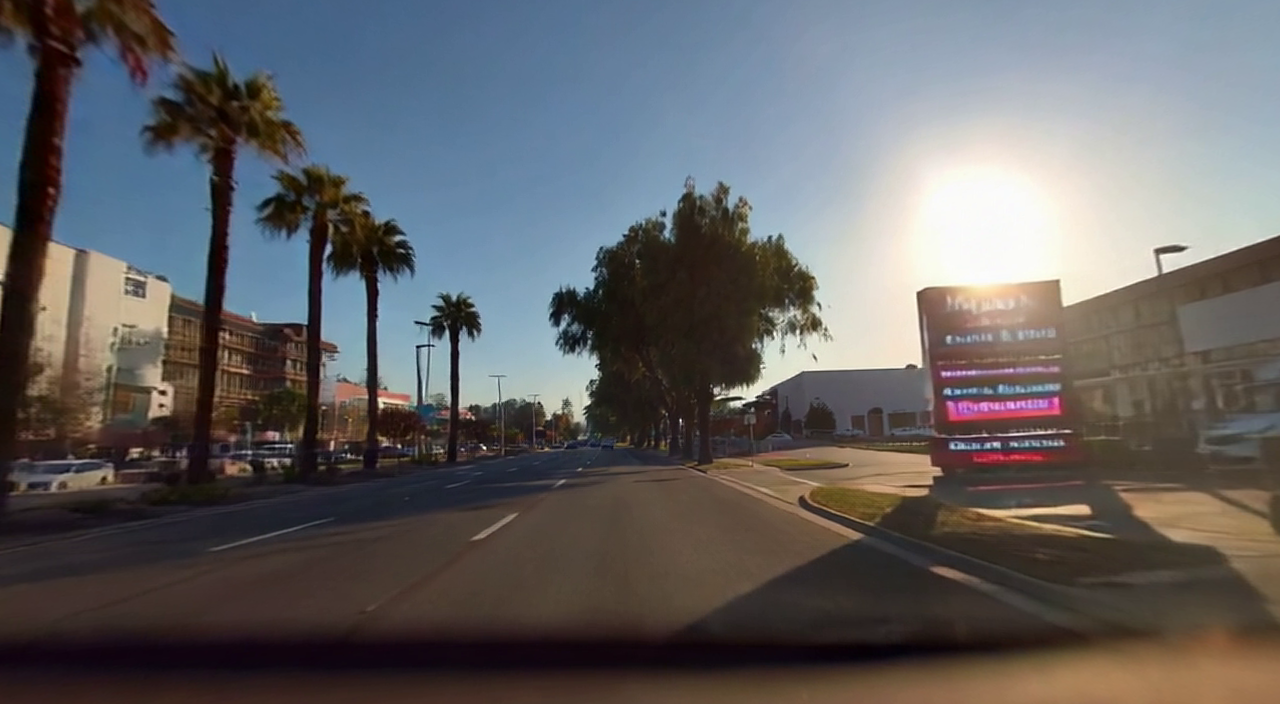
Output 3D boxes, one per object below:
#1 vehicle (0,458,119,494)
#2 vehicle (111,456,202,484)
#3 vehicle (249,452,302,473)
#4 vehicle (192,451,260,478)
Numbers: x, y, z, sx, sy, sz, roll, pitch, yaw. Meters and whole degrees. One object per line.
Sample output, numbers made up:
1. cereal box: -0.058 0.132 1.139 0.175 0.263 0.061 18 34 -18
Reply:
1. vehicle: -27.474 5.808 29.908 1.861 1.474 4.719 1 -8 -4
2. vehicle: -27.975 6.820 36.755 1.807 1.446 4.605 0 -8 -2
3. vehicle: -28.545 8.641 49.564 1.771 1.494 4.088 0 -8 -2
4. vehicle: -28.195 7.628 43.162 1.938 1.667 4.364 1 -8 -5
